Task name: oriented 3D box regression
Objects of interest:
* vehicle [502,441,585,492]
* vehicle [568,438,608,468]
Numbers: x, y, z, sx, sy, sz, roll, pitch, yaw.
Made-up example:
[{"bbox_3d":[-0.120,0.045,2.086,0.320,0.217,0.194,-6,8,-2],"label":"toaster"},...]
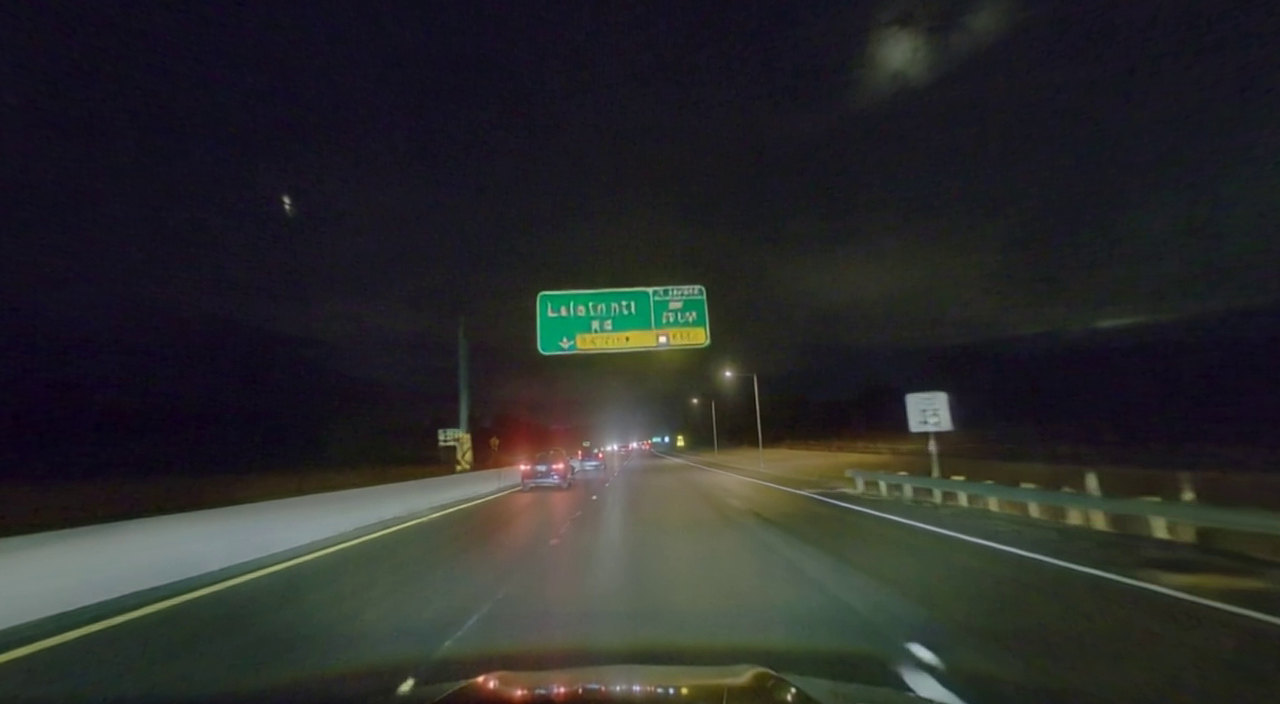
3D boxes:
[{"bbox_3d":[-3.163,3.892,21.729,2.044,1.527,4.607,0,-9,1],"label":"vehicle"},{"bbox_3d":[-3.345,6.625,41.306,2.177,1.852,4.427,0,-9,1],"label":"vehicle"}]
